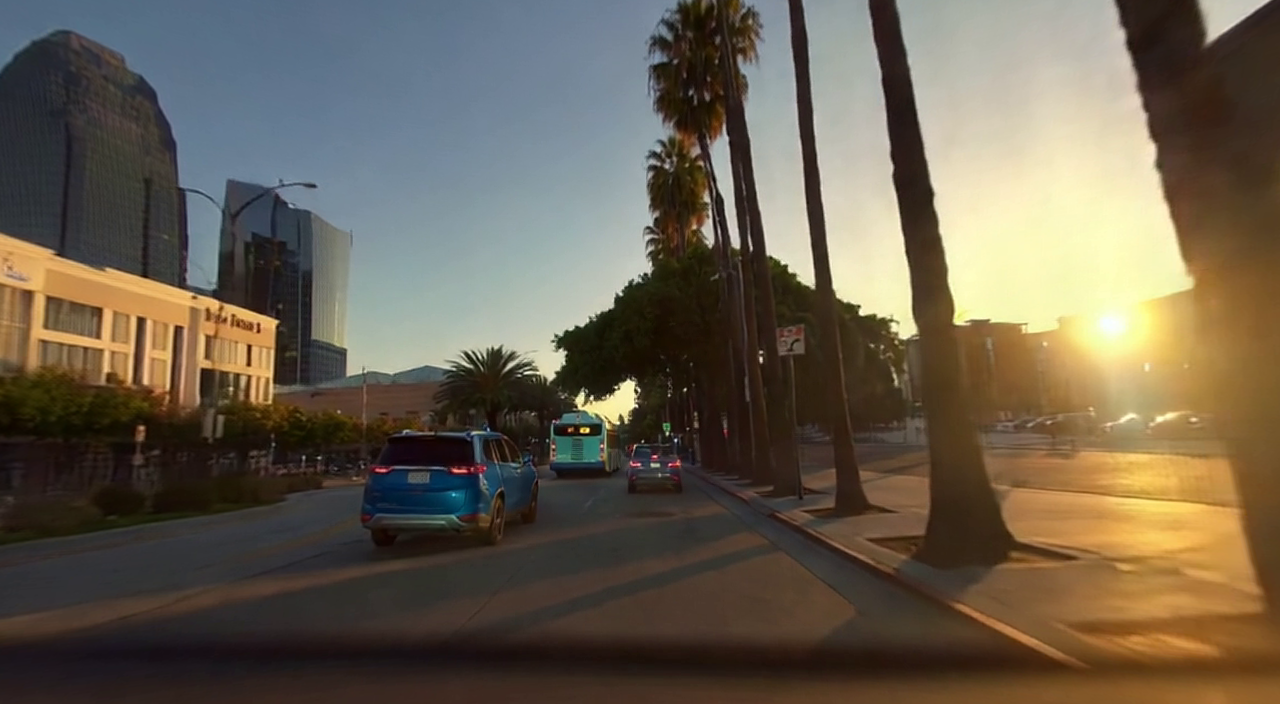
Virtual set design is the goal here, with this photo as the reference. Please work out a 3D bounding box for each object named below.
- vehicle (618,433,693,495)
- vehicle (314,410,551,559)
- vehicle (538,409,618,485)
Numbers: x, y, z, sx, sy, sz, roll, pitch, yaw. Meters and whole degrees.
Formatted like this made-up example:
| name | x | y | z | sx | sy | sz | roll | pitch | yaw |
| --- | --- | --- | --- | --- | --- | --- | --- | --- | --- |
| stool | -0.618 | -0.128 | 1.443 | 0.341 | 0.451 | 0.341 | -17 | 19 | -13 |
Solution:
| name | x | y | z | sx | sy | sz | roll | pitch | yaw |
| --- | --- | --- | --- | --- | --- | --- | --- | --- | --- |
| vehicle | 0.458 | 3.461 | 19.843 | 2.120 | 1.727 | 3.917 | 0 | -9 | 0 |
| vehicle | -2.869 | 1.976 | 10.066 | 2.124 | 1.799 | 4.587 | 0 | -9 | 1 |
| vehicle | -2.678 | 4.511 | 29.919 | 2.775 | 3.064 | 8.297 | 0 | -9 | 1 |
